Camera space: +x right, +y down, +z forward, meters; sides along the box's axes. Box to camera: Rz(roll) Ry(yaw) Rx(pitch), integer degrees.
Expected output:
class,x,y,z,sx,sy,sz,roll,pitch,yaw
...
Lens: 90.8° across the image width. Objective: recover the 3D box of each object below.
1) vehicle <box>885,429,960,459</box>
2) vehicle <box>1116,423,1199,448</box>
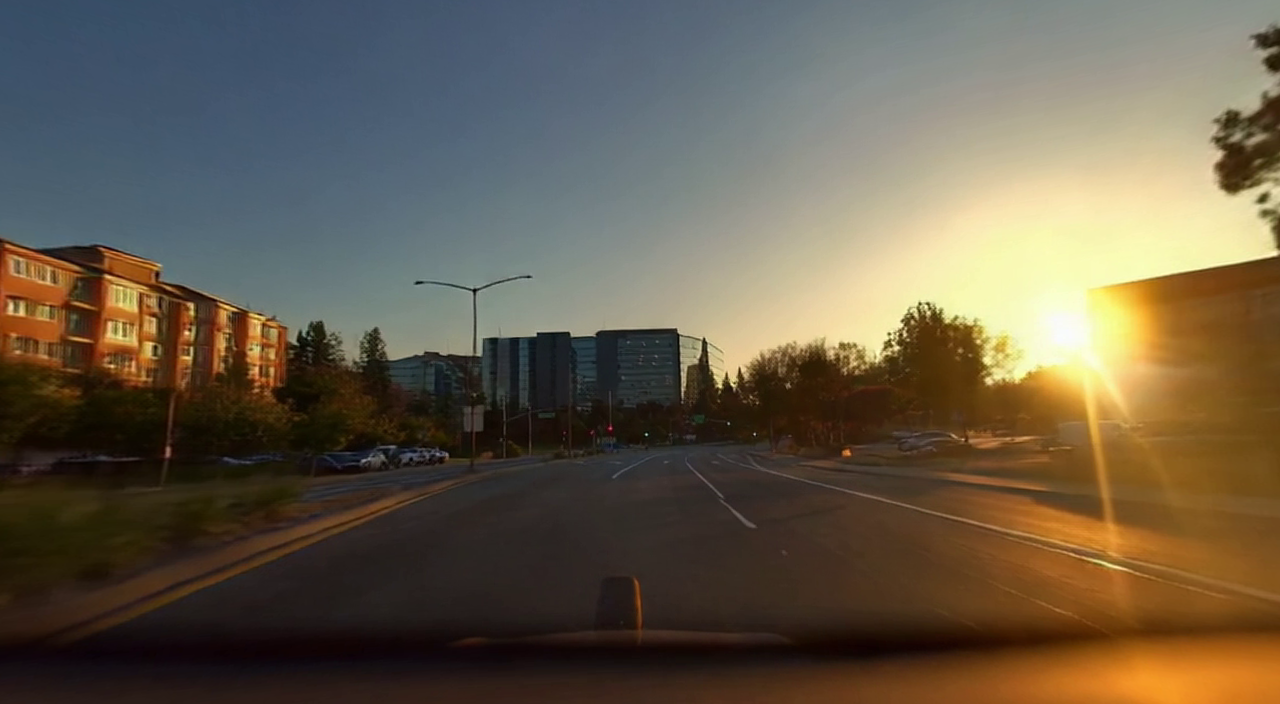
class,x,y,z,sx,sy,sz,roll,pitch,yaw
vehicle,20.102,6.579,45.192,2.074,1.959,4.793,2,-9,-18
vehicle,32.372,5.282,39.634,1.574,1.448,3.558,2,-9,-22
